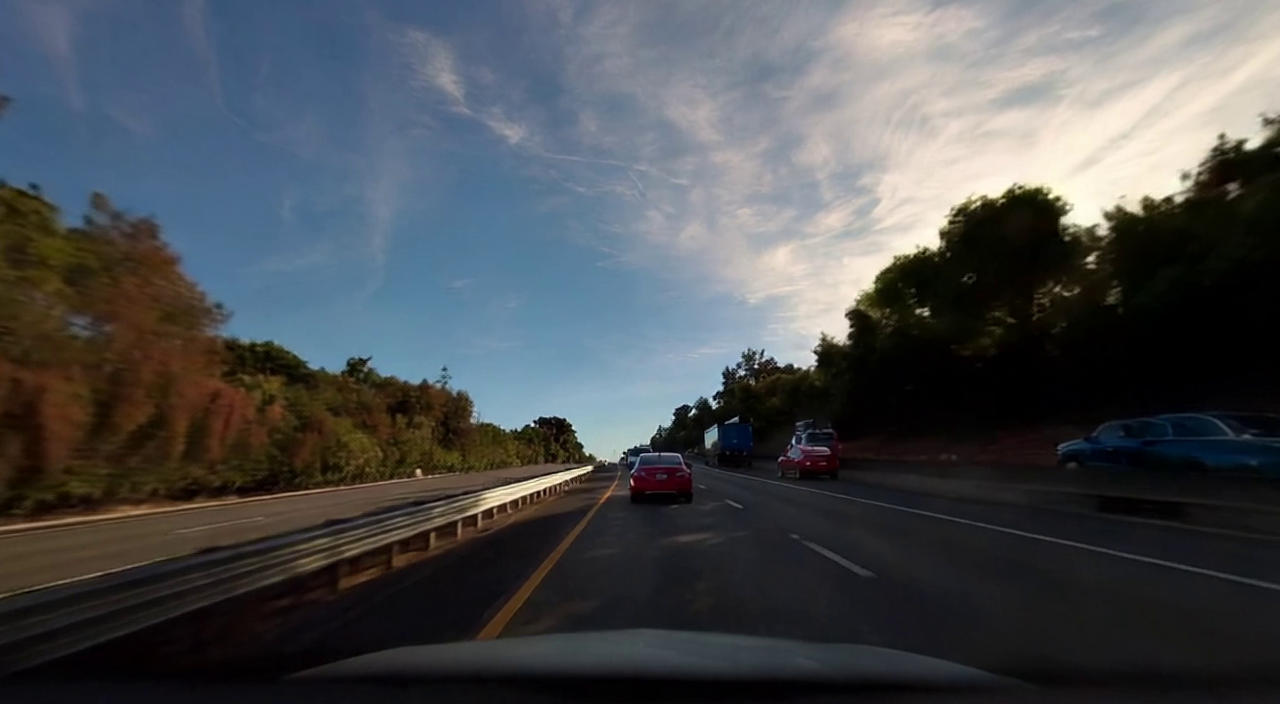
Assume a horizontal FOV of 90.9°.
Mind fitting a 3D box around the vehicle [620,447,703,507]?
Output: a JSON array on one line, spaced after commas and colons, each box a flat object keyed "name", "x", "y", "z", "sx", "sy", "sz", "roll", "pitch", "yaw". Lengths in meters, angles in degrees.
[{"name": "vehicle", "x": 0.526, "y": 3.446, "z": 17.775, "sx": 2.076, "sy": 1.485, "sz": 3.774, "roll": 0, "pitch": -9, "yaw": 0}]

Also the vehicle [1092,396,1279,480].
[{"name": "vehicle", "x": 31.818, "y": 4.766, "z": 34.198, "sx": 2.822, "sy": 3.996, "sz": 14.073, "roll": 1, "pitch": -9, "yaw": -6}]

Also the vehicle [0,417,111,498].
[{"name": "vehicle", "x": -33.278, "y": 5.687, "z": 33.793, "sx": 2.902, "sy": 3.981, "sz": 7.819, "roll": -3, "pitch": -8, "yaw": 1}]

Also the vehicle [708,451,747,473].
[{"name": "vehicle", "x": 6.141, "y": 7.763, "z": 44.574, "sx": 2.015, "sy": 1.454, "sz": 4.324, "roll": 0, "pitch": -9, "yaw": -2}]

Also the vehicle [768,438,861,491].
[{"name": "vehicle", "x": 6.570, "y": 4.288, "z": 24.295, "sx": 2.177, "sy": 1.827, "sz": 4.565, "roll": 0, "pitch": -9, "yaw": -1}]
